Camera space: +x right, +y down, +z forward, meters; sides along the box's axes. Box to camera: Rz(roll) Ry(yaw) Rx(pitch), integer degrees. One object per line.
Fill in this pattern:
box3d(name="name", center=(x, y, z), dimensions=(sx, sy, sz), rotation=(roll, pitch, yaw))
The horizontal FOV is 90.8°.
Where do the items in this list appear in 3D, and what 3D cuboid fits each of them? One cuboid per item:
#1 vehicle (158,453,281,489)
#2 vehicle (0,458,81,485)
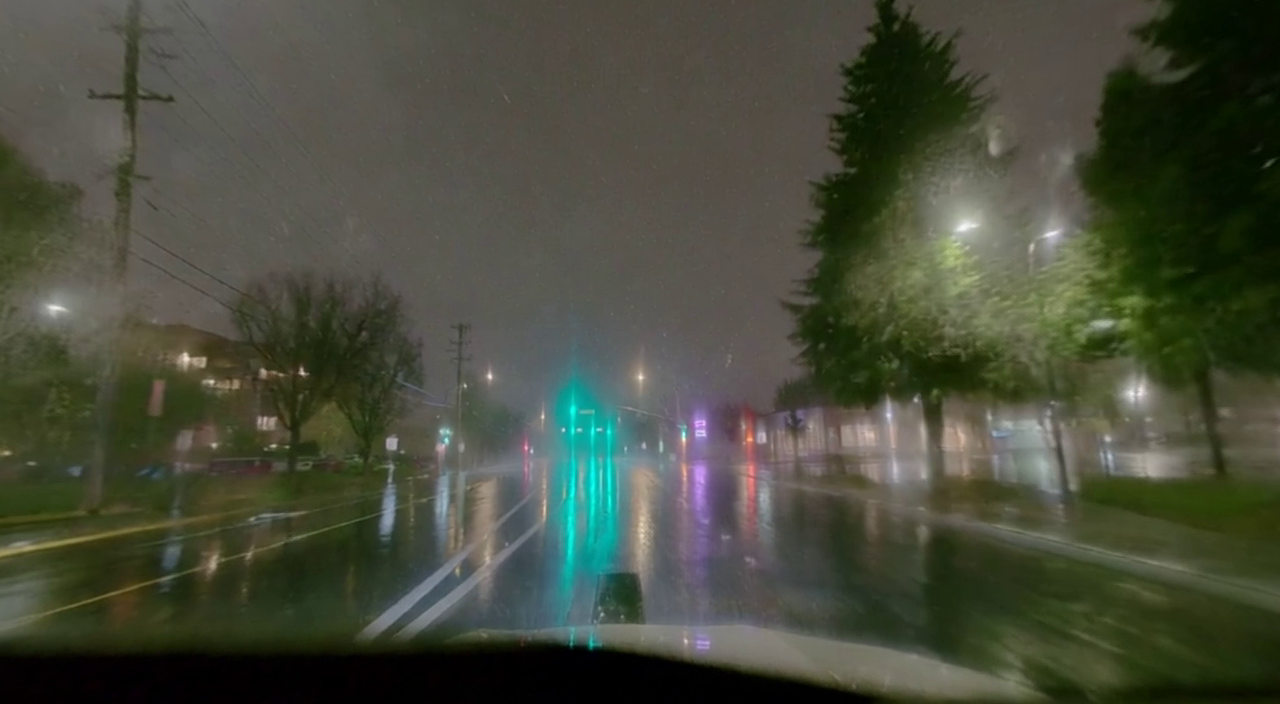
box3d(name="vehicle", center=(-24.613, 6.990, 37.195), dimensions=(5.473, 1.957, 2.253), rotation=(1, -8, -7))
box3d(name="vehicle", center=(-40.550, 7.949, 42.106), dimensions=(4.377, 1.654, 2.018), rotation=(3, -9, -18))
